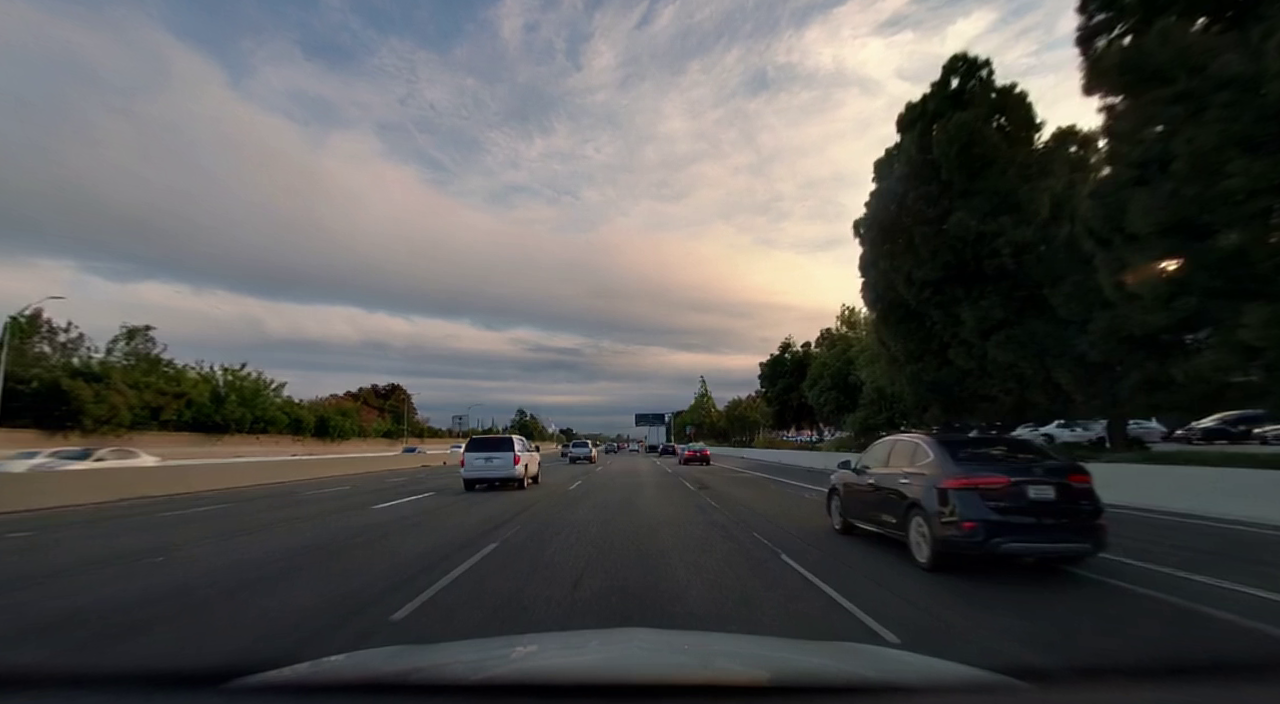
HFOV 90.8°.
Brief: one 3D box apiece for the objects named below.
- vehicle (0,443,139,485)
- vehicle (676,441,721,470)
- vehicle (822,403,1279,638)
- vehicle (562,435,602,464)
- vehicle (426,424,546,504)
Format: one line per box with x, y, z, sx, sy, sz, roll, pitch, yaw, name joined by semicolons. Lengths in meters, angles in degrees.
-24.851;4.817;27.544;2.053;1.645;4.876;0;-8;0;vehicle
3.214;5.756;35.434;1.957;1.510;4.643;0;-8;-2;vehicle
3.624;1.480;6.596;2.033;1.596;4.344;0;-8;-2;vehicle
-4.027;6.947;45.127;2.410;1.981;5.355;0;-8;0;vehicle
-3.802;2.847;16.494;1.987;1.765;4.508;0;-8;0;vehicle
